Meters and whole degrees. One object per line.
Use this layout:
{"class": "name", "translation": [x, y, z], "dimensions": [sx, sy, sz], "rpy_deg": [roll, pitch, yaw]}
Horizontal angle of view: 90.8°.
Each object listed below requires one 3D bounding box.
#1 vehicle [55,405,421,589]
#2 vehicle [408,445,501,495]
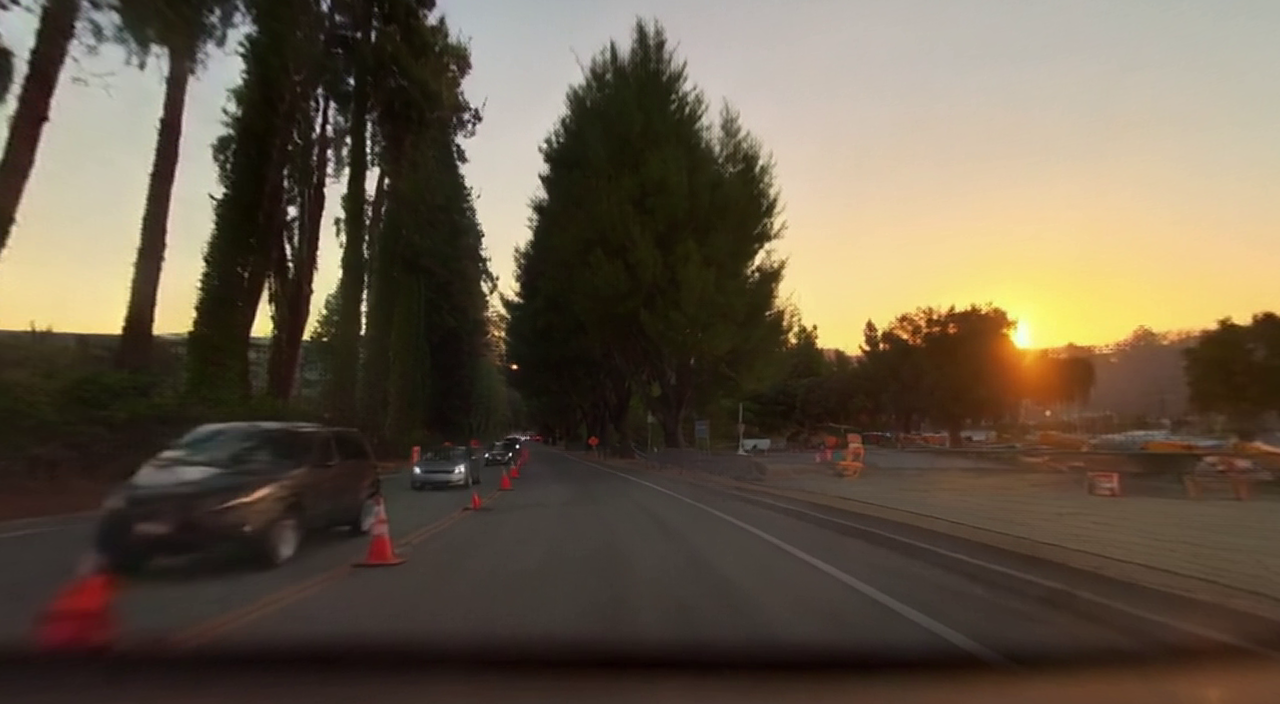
{"class": "vehicle", "translation": [-4.972, 1.837, 8.884], "dimensions": [2.193, 1.885, 4.474], "rpy_deg": [0, -8, -1]}
{"class": "vehicle", "translation": [-5.908, 3.773, 20.646], "dimensions": [1.975, 1.415, 4.194], "rpy_deg": [0, -8, -3]}
